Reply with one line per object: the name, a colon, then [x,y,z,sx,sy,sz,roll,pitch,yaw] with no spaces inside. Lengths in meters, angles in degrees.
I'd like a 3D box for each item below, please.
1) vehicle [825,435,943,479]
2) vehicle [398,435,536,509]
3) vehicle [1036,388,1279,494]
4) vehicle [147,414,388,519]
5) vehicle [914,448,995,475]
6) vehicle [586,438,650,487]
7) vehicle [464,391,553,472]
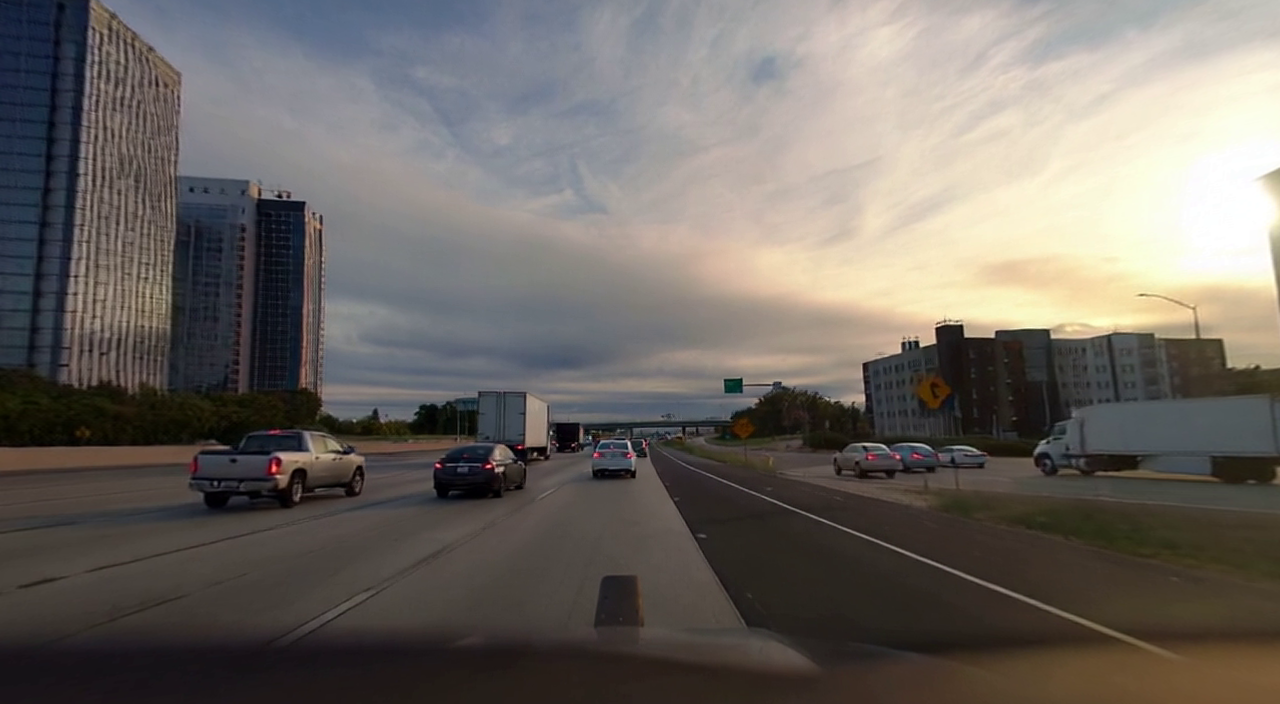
vehicle: [12.046,5.222,31.642,2.415,1.972,5.572,3,-9,-18]
vehicle: [-3.942,2.813,15.231,2.016,1.497,4.235,0,-9,2]
vehicle: [22.508,3.714,26.145,3.015,3.855,9.519,8,-11,-41]
vehicle: [-7.522,2.379,13.522,2.190,1.821,4.800,0,-9,1]
vehicle: [18.370,6.388,37.022,1.902,1.494,4.239,3,-9,-14]
vehicle: [-0.684,3.764,21.748,1.991,1.488,3.922,0,-9,0]
vehicle: [-6.084,3.963,30.594,2.955,3.359,8.322,1,-9,-3]
